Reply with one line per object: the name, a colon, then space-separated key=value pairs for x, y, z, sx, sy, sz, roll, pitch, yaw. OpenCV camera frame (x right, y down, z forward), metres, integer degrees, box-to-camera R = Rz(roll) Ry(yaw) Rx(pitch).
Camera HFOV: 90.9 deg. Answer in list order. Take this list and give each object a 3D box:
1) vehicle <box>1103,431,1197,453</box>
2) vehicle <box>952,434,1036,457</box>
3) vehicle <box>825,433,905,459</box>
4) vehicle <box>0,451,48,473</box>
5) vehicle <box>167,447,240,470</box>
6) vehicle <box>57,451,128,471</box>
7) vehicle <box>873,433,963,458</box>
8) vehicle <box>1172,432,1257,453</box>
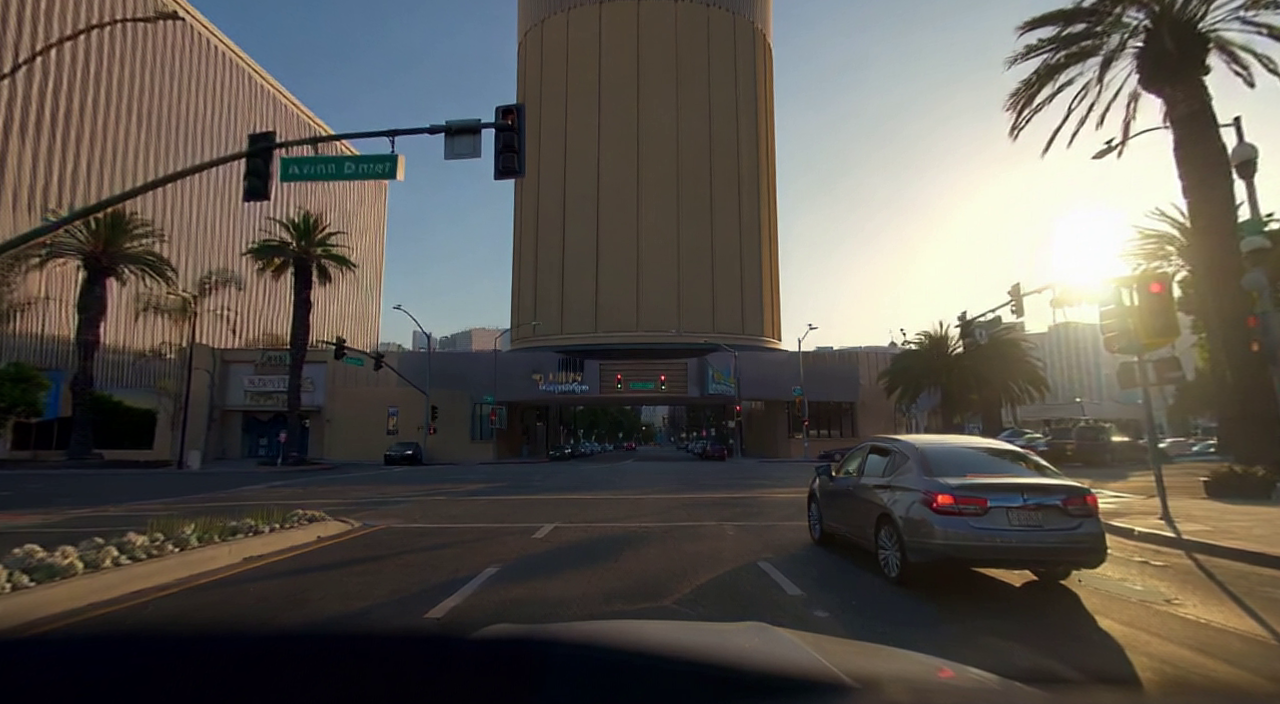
vehicle: x=33.598 y=5.941 z=41.568 sx=4.567 sy=1.458 sz=1.791 roll=0 pitch=-8 yaw=0
vehicle: x=23.532 y=6.211 z=41.989 sx=4.423 sy=1.465 sz=1.798 roll=0 pitch=-8 yaw=0
vehicle: x=15.026 y=6.291 z=42.236 sx=4.648 sy=1.665 sz=1.910 roll=0 pitch=-8 yaw=-1
vehicle: x=-48.041 y=8.389 z=48.156 sx=3.786 sy=1.555 sz=1.702 roll=0 pitch=-8 yaw=2
vehicle: x=-33.222 y=8.089 z=48.014 sx=4.136 sy=1.661 sz=1.857 roll=0 pitch=-8 yaw=0
vehicle: x=-41.719 y=8.300 z=48.028 sx=3.698 sy=1.467 sz=1.779 roll=0 pitch=-8 yaw=0
vehicle: x=16.920 y=5.727 z=38.485 sx=4.684 sy=1.461 sz=1.777 roll=0 pitch=-8 yaw=-1
vehicle: x=42.118 y=6.643 z=46.283 sx=4.437 sy=1.469 sz=1.811 roll=0 pitch=-8 yaw=0
